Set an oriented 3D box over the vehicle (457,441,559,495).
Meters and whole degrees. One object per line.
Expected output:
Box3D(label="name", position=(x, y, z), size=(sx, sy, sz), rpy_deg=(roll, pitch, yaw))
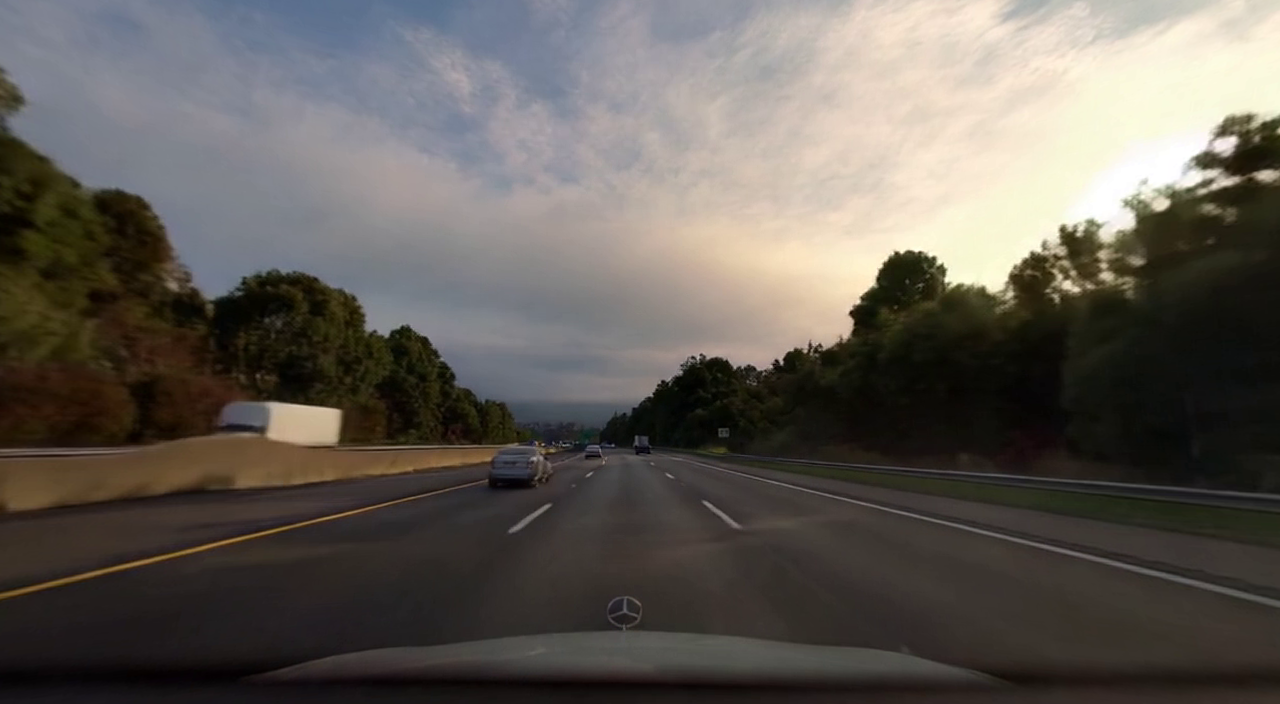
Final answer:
Box3D(label="vehicle", position=(-3.951, 3.582, 19.803), size=(2.169, 1.473, 4.631), rpy_deg=(0, -9, 0))
